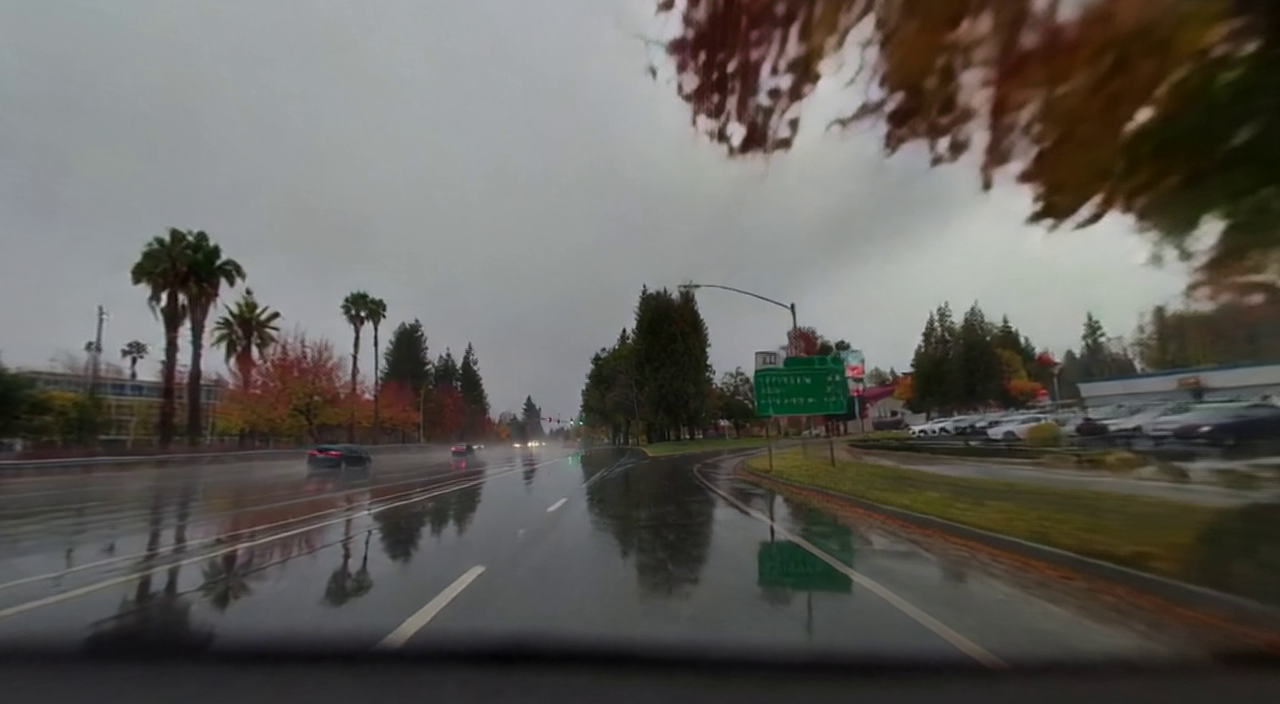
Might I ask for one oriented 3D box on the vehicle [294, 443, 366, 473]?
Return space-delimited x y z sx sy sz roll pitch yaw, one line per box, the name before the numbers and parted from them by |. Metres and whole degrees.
vehicle | -18.997 6.504 38.801 2.086 1.706 4.412 0 -8 1
